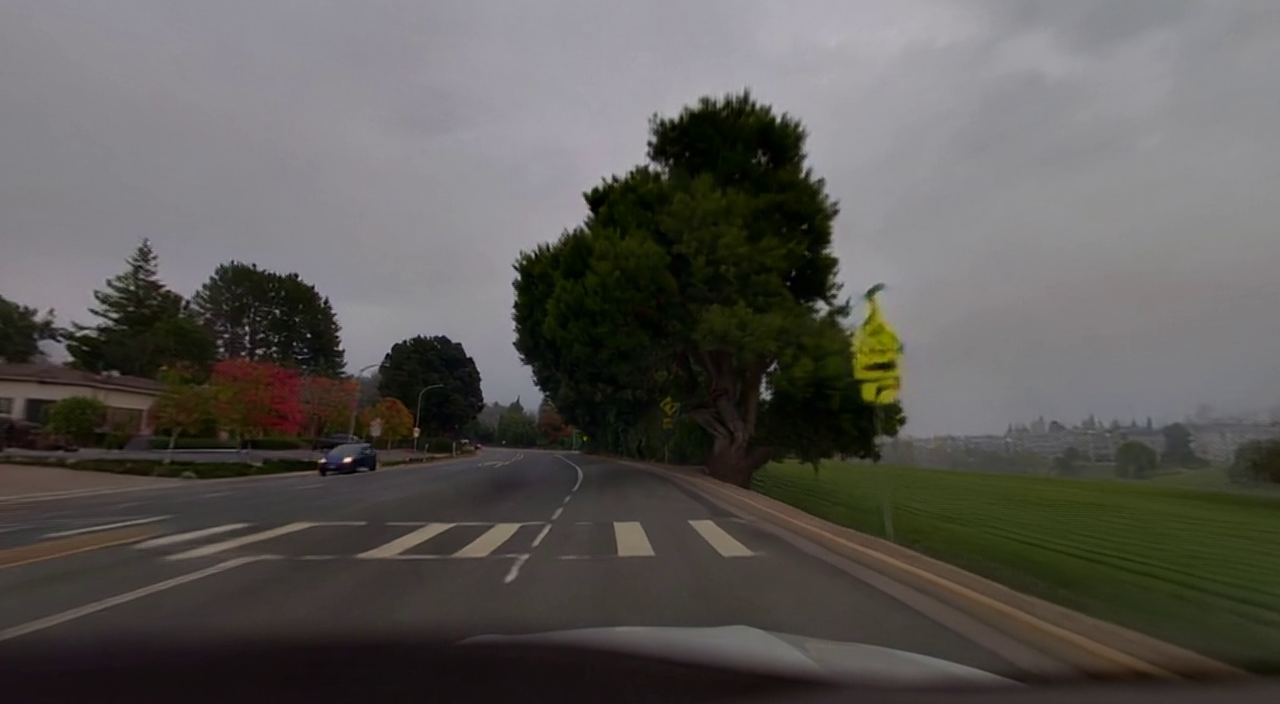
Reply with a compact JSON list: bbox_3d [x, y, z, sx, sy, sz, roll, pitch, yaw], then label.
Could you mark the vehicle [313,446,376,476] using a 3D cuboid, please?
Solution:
[{"bbox_3d":[-17.209,6.331,36.979,1.993,1.634,4.268,1,-9,-6],"label":"vehicle"}]
